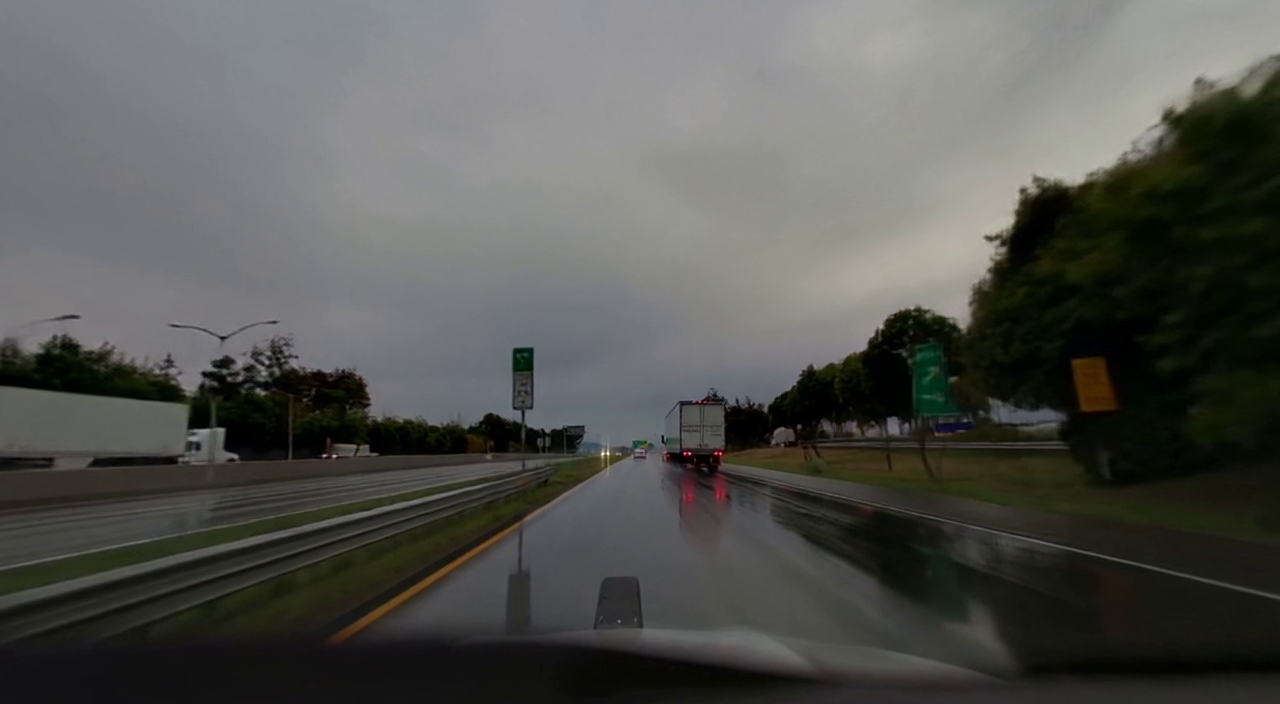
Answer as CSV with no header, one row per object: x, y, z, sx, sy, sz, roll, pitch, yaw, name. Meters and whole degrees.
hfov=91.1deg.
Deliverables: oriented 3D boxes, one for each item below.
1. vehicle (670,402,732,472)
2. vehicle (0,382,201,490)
3.940,6.021,43.875,3.185,4.154,12.638,0,-9,0,vehicle
-26.300,3.868,28.351,2.937,4.143,13.793,1,-9,0,vehicle
